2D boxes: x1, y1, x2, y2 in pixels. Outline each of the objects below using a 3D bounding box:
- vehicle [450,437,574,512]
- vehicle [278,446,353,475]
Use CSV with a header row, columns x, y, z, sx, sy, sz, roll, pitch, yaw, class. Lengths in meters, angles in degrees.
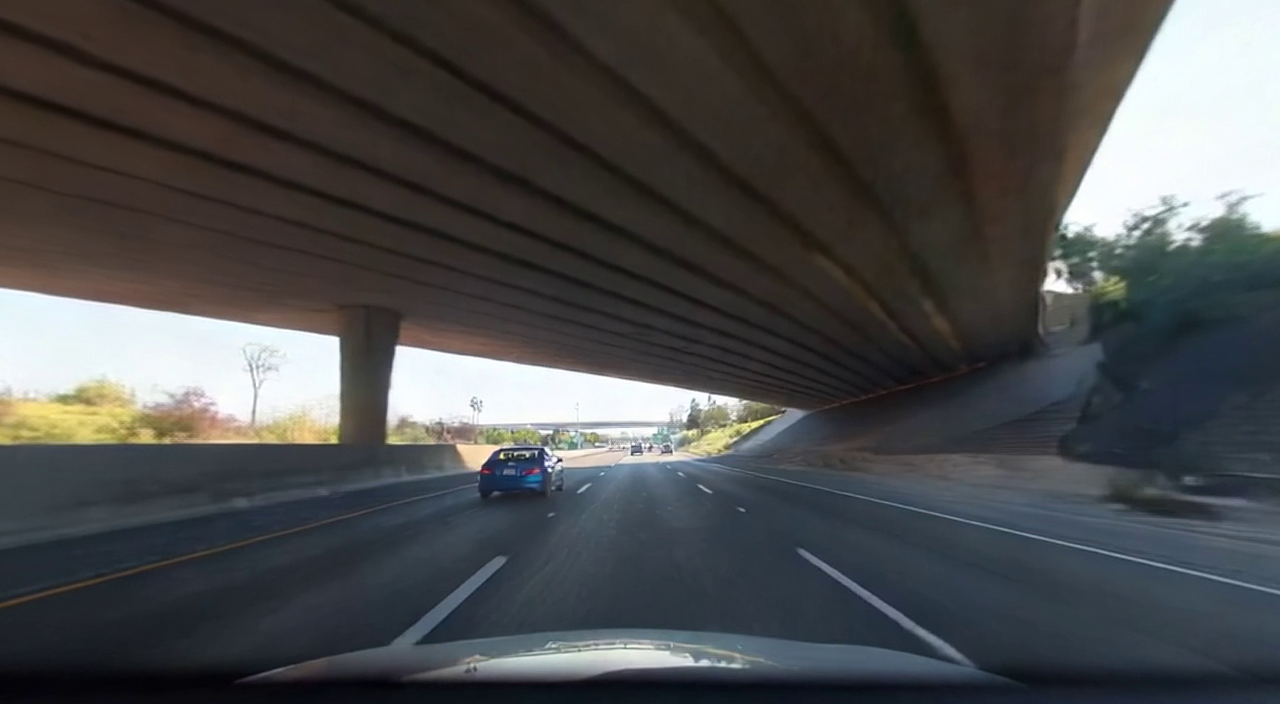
x,y,z,sx,sy,sz,roll,pitch,yaw,class
-2.956,2.940,15.718,2.029,1.557,4.570,0,-9,1,vehicle
-21.764,7.287,42.695,2.092,1.783,5.548,0,-9,0,vehicle
